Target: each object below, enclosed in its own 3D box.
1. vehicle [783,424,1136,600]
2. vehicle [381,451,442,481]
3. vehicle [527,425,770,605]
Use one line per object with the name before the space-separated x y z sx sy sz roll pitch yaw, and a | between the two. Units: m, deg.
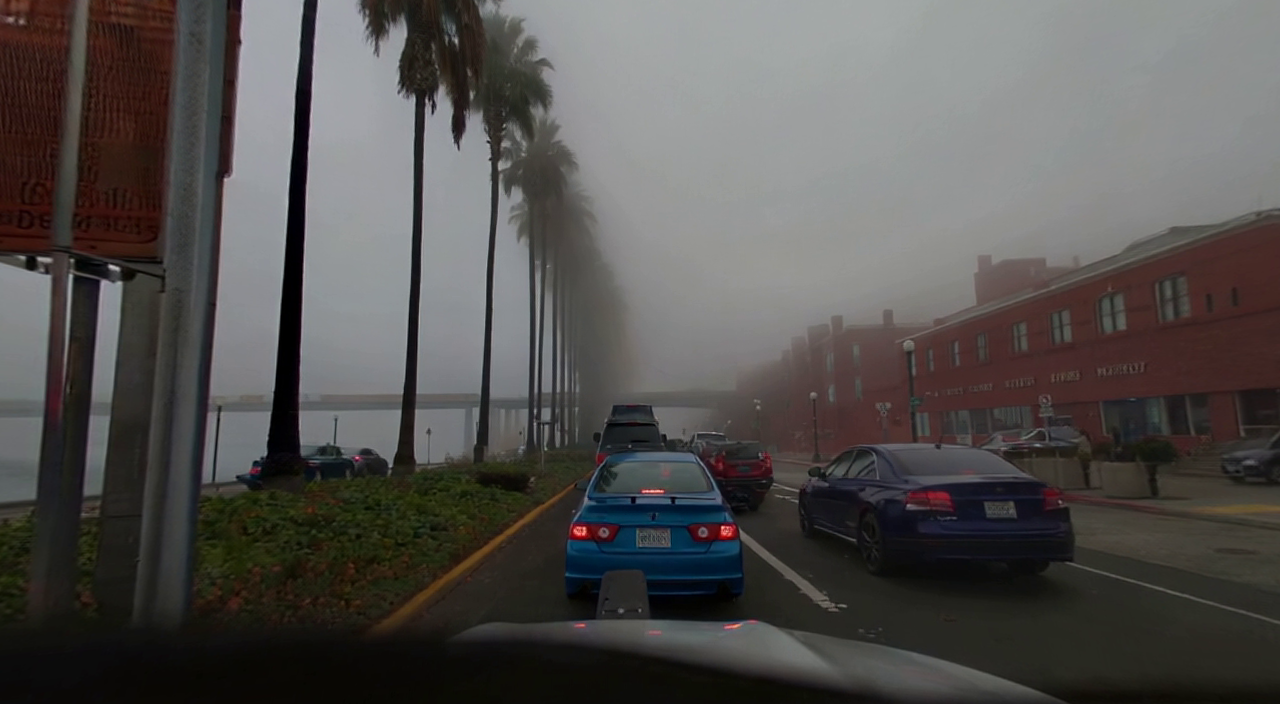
vehicle | 3.264 1.709 7.707 1.920 1.490 4.417 0 -9 -1
vehicle | -14.950 7.466 41.653 2.104 1.802 4.852 -1 -8 2
vehicle | 0.059 1.666 7.269 2.048 1.503 3.681 0 -9 0
